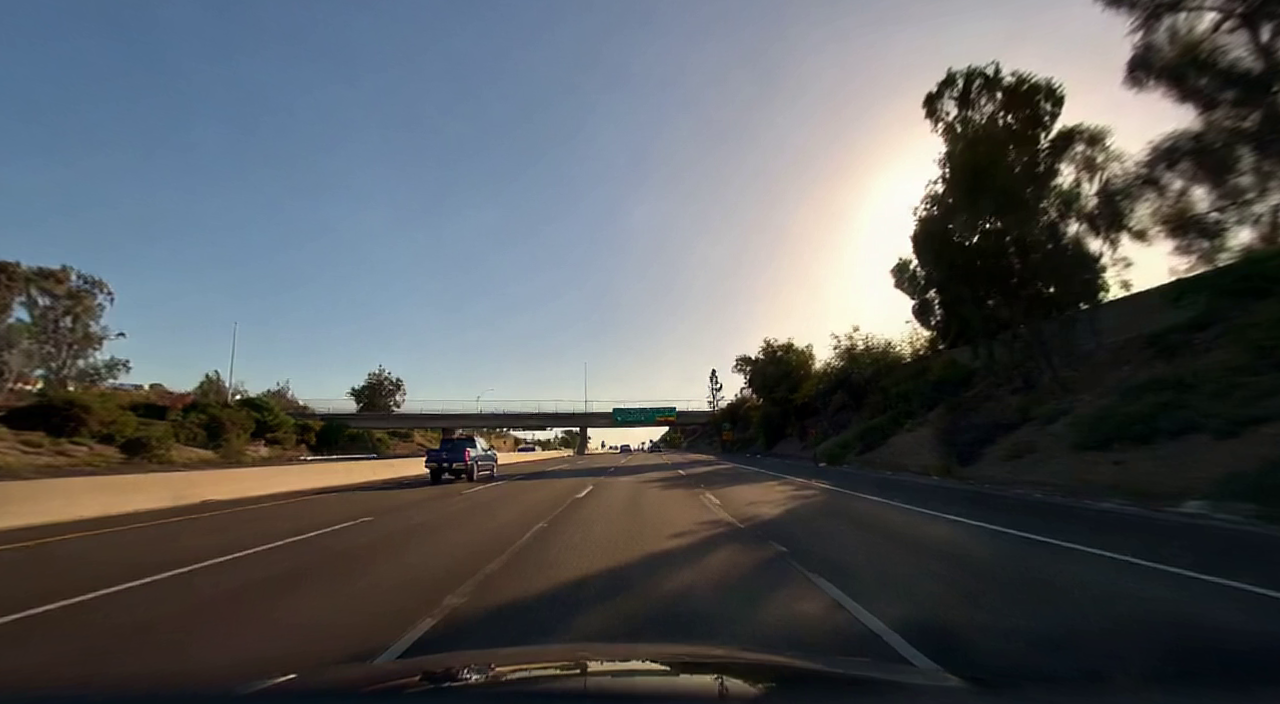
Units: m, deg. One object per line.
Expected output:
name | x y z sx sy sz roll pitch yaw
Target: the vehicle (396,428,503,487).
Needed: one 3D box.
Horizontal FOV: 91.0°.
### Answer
vehicle | -6.874 3.903 23.509 2.260 1.917 5.499 0 -9 0
